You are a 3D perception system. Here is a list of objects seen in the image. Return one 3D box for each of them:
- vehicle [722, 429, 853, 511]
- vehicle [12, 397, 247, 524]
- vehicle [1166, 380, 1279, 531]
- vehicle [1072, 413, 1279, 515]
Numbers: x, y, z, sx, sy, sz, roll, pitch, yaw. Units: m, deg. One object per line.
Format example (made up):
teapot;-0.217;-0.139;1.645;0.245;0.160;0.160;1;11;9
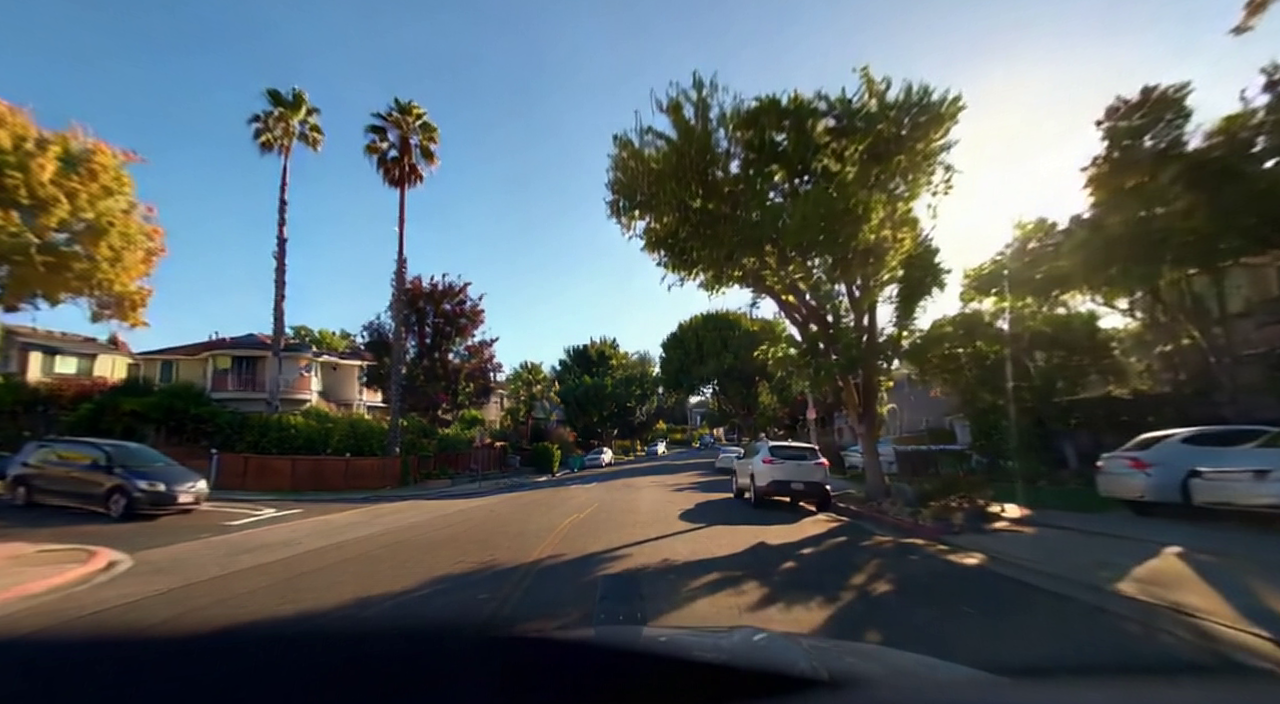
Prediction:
vehicle;3.636;2.993;16.622;2.197;1.816;4.845;0;-8;-1
vehicle;-13.320;2.720;16.280;6.773;2.680;2.459;-6;-9;32
vehicle;9.815;1.223;7.768;4.478;1.705;2.050;-3;-16;3
vehicle;9.968;1.796;10.378;4.220;1.492;1.924;-1;-8;1
